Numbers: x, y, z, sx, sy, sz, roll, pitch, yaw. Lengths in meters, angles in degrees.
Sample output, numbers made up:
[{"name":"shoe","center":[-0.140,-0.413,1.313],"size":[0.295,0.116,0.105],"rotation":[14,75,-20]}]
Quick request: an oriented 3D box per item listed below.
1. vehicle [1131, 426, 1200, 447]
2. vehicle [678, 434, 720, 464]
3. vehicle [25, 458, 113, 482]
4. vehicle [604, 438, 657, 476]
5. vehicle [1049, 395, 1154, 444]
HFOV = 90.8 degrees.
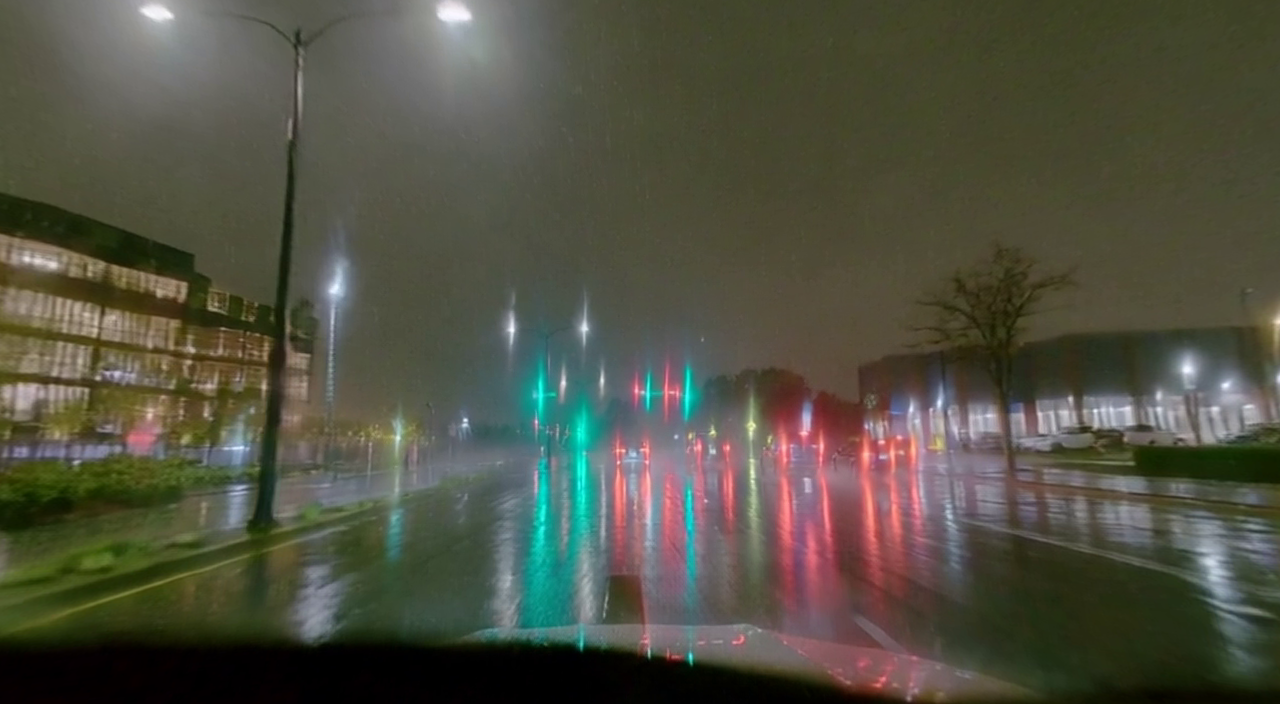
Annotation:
[{"name":"vehicle","center":[38.393,6.203,46.275],"size":[1.656,1.427,4.042],"rotation":[-1,-8,1]},{"name":"vehicle","center":[3.507,5.868,38.242],"size":[2.100,1.683,4.231],"rotation":[0,-8,-1]},{"name":"vehicle","center":[-43.052,8.922,47.699],"size":[4.568,1.660,2.025],"rotation":[0,-8,-2]},{"name":"vehicle","center":[-0.423,4.497,27.414],"size":[2.110,1.476,4.294],"rotation":[0,-8,-1]},{"name":"vehicle","center":[33.178,4.986,45.799],"size":[2.744,3.127,6.009],"rotation":[0,-10,-2]}]
